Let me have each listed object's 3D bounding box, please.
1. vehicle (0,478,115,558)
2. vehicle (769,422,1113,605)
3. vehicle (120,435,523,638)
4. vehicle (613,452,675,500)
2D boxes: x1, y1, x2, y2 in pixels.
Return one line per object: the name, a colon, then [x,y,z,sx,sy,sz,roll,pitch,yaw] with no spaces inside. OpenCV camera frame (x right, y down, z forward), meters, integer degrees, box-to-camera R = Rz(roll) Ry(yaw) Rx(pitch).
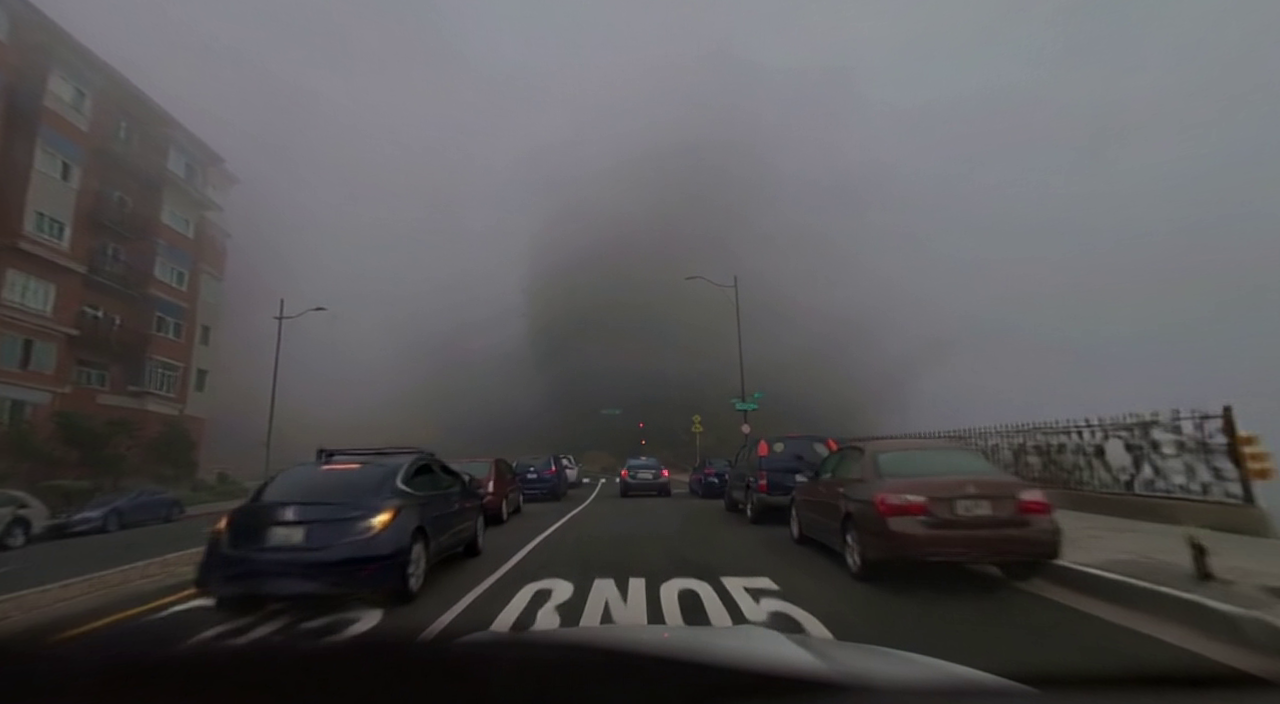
vehicle: [-13.880,3.514,13.283,1.752,1.479,4.575,0,-8,0]
vehicle: [2.946,1.670,7.481,1.933,1.501,4.349,0,-8,0]
vehicle: [-2.778,1.703,6.985,2.109,1.477,4.509,0,-8,0]
vehicle: [0.089,4.370,22.597,2.026,1.496,3.701,0,-8,-2]
